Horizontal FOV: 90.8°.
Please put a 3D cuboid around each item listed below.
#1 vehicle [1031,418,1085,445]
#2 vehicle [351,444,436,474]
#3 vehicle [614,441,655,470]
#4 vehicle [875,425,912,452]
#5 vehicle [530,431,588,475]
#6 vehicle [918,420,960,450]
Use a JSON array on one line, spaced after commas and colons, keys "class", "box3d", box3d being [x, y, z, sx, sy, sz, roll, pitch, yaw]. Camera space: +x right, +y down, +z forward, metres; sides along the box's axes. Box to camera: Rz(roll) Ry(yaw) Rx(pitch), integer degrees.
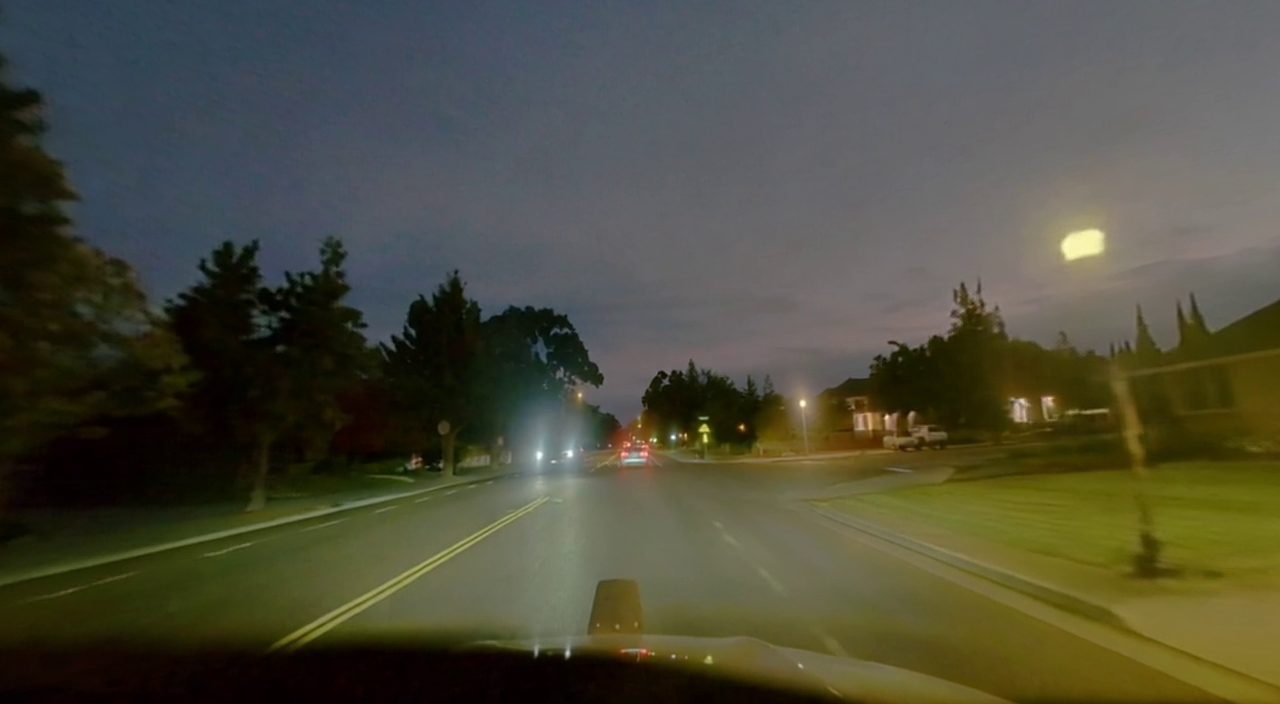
[{"class": "vehicle", "box3d": [25.327, 4.780, 38.388, 1.603, 1.430, 3.662, -3, -6, 15]}, {"class": "vehicle", "box3d": [-14.992, 6.515, 38.562, 4.223, 1.753, 2.134, -1, -9, 6]}, {"class": "vehicle", "box3d": [-0.291, 5.605, 34.412, 2.098, 1.483, 4.099, 0, -9, -1]}, {"class": "vehicle", "box3d": [16.931, 5.732, 42.252, 1.979, 1.434, 4.607, -7, -7, 21]}, {"class": "vehicle", "box3d": [-4.459, 5.662, 35.602, 2.451, 2.182, 5.485, -2, -9, 0]}, {"class": "vehicle", "box3d": [19.542, 5.373, 41.442, 2.114, 1.677, 4.707, -5, -6, 22]}]
